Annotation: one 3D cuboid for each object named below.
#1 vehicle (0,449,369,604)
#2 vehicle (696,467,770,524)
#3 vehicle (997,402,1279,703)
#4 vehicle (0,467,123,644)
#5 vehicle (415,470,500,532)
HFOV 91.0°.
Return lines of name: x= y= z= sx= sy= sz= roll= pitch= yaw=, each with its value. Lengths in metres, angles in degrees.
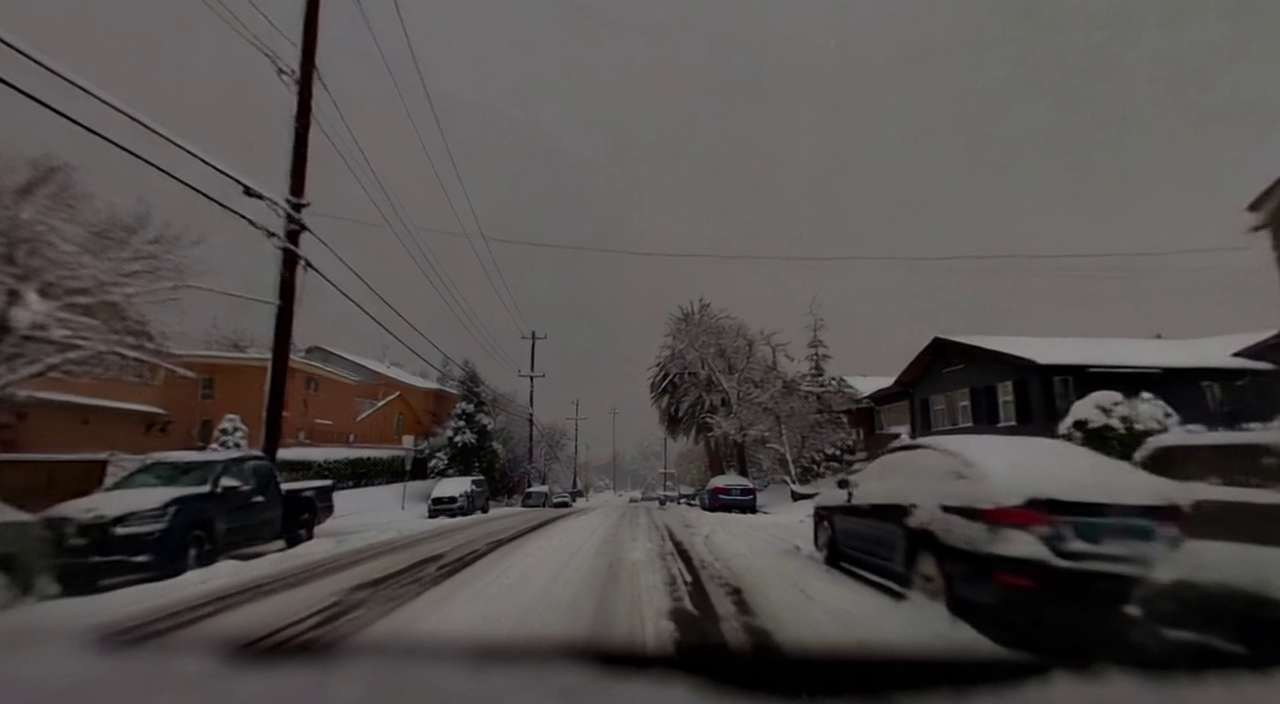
vehicle: x=-6.535 y=2.432 z=10.008 sx=2.017 sy=1.683 sz=5.412 roll=0 pitch=-8 yaw=0
vehicle: x=2.877 y=4.550 z=20.316 sx=1.756 sy=1.455 sz=3.965 roll=0 pitch=-8 yaw=-1
vehicle: x=3.063 y=0.755 z=0.860 sx=2.212 sy=1.476 sz=4.678 roll=1 pitch=-8 yaw=-3
vehicle: x=-6.388 y=1.601 z=4.290 sx=1.960 sy=1.437 sz=4.454 roll=0 pitch=-8 yaw=-1
vehicle: x=-6.711 y=5.488 z=23.719 sx=1.933 sy=1.824 sz=5.142 roll=0 pitch=-8 yaw=-3
